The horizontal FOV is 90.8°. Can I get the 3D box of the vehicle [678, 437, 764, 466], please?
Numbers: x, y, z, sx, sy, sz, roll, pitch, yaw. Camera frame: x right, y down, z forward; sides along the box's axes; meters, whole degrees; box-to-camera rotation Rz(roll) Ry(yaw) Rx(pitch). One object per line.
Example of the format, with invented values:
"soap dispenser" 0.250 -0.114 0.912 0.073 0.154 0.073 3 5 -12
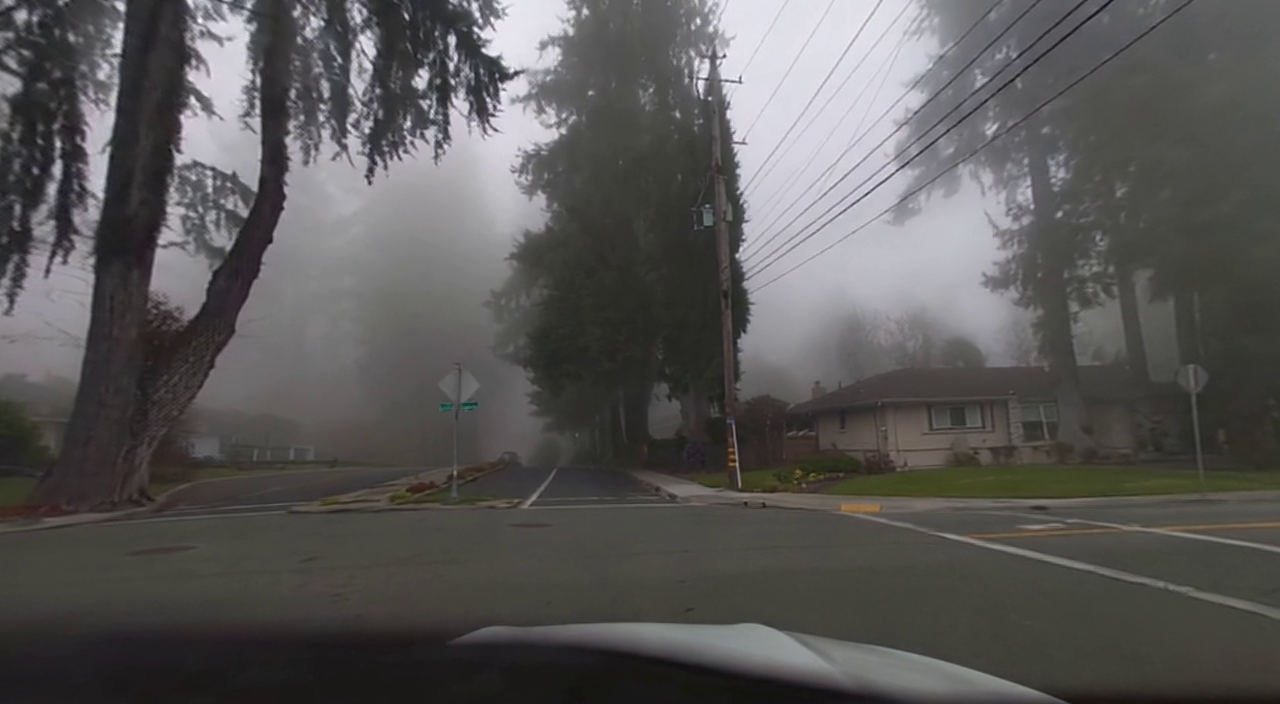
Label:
"vehicle" 4.832 6.004 38.100 4.784 1.647 1.947 1 -8 -9
